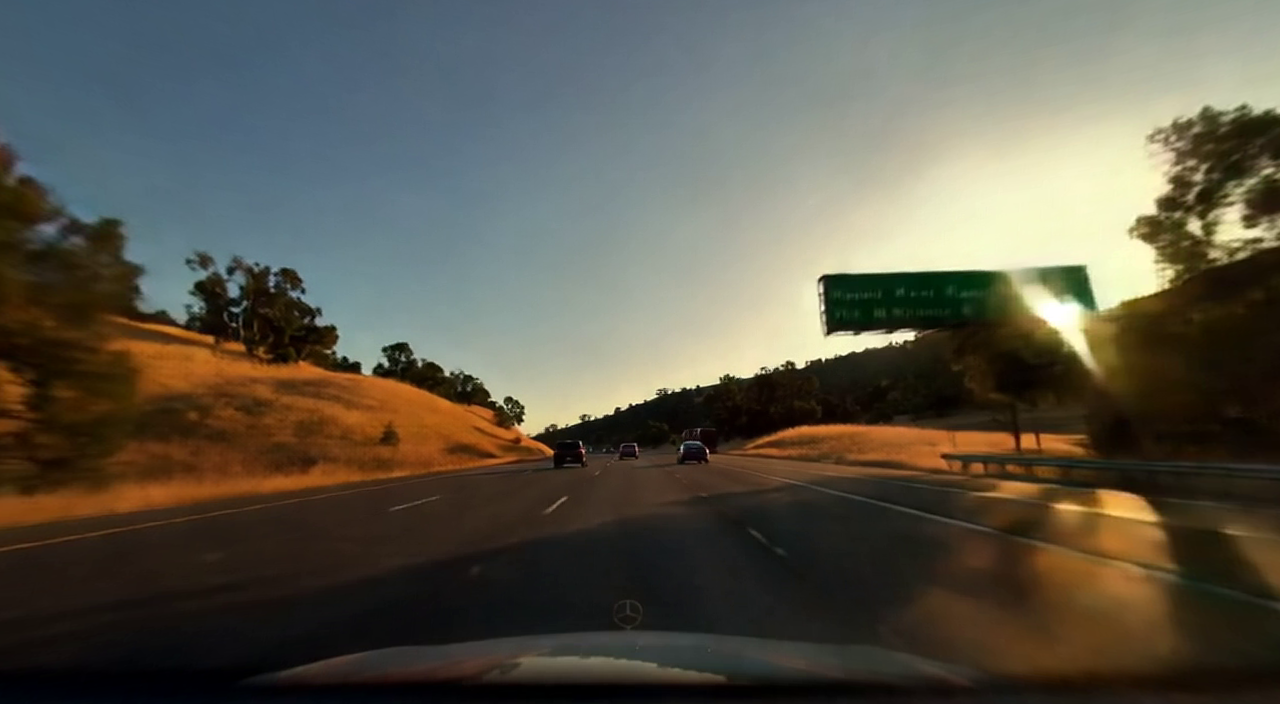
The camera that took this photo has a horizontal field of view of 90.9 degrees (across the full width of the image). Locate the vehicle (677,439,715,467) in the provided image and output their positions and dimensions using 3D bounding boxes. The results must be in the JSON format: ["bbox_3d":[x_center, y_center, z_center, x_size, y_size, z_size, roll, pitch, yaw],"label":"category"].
[{"bbox_3d":[3.589,6.549,41.230,1.995,1.712,4.206,0,-8,-2],"label":"vehicle"}]

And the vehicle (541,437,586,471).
[{"bbox_3d":[-4.398,5.913,36.869,2.120,1.855,4.619,0,-8,-1],"label":"vehicle"}]
